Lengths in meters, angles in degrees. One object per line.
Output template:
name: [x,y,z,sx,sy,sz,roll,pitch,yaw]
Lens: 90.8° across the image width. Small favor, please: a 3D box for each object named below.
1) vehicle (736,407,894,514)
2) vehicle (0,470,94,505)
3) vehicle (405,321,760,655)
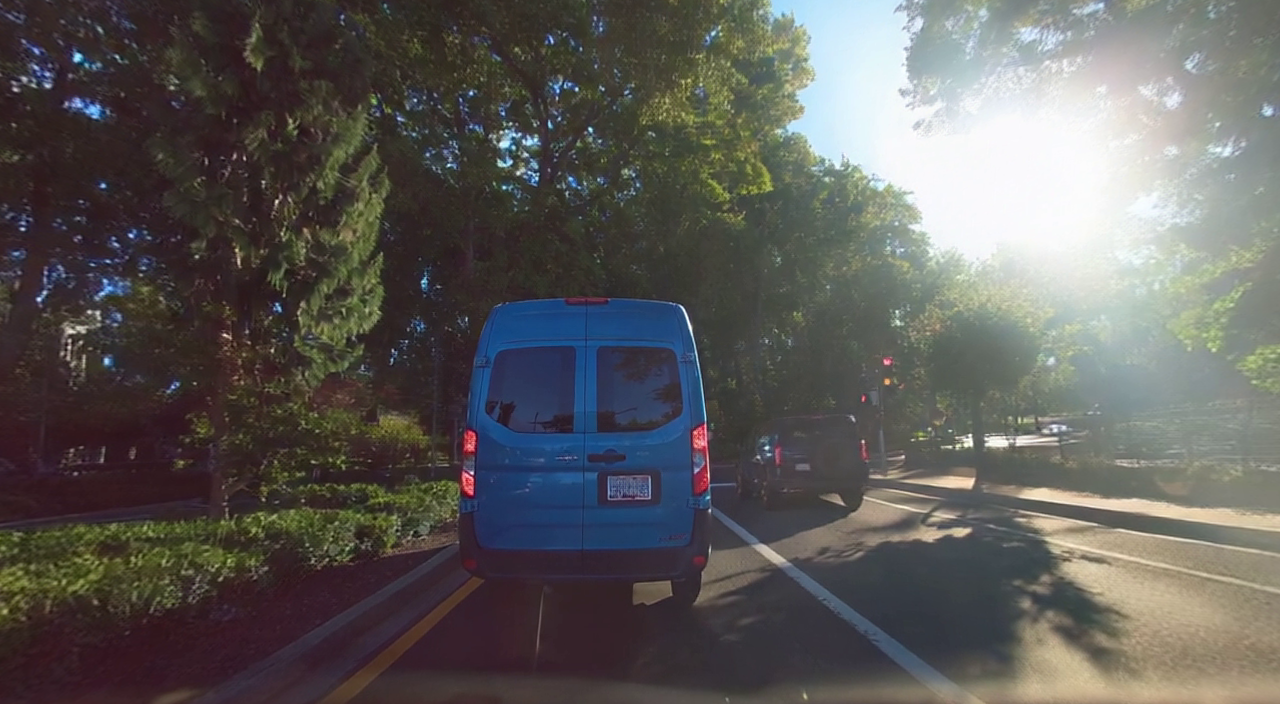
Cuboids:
vehicle: [3.395,2.207,13.202,1.988,1.873,3.968,0,-9,-3]
vehicle: [-28.148,6.139,28.704,4.726,1.456,1.873,1,-9,-4]
vehicle: [-0.326,1.133,6.098,2.145,2.046,4.309,0,-9,1]
